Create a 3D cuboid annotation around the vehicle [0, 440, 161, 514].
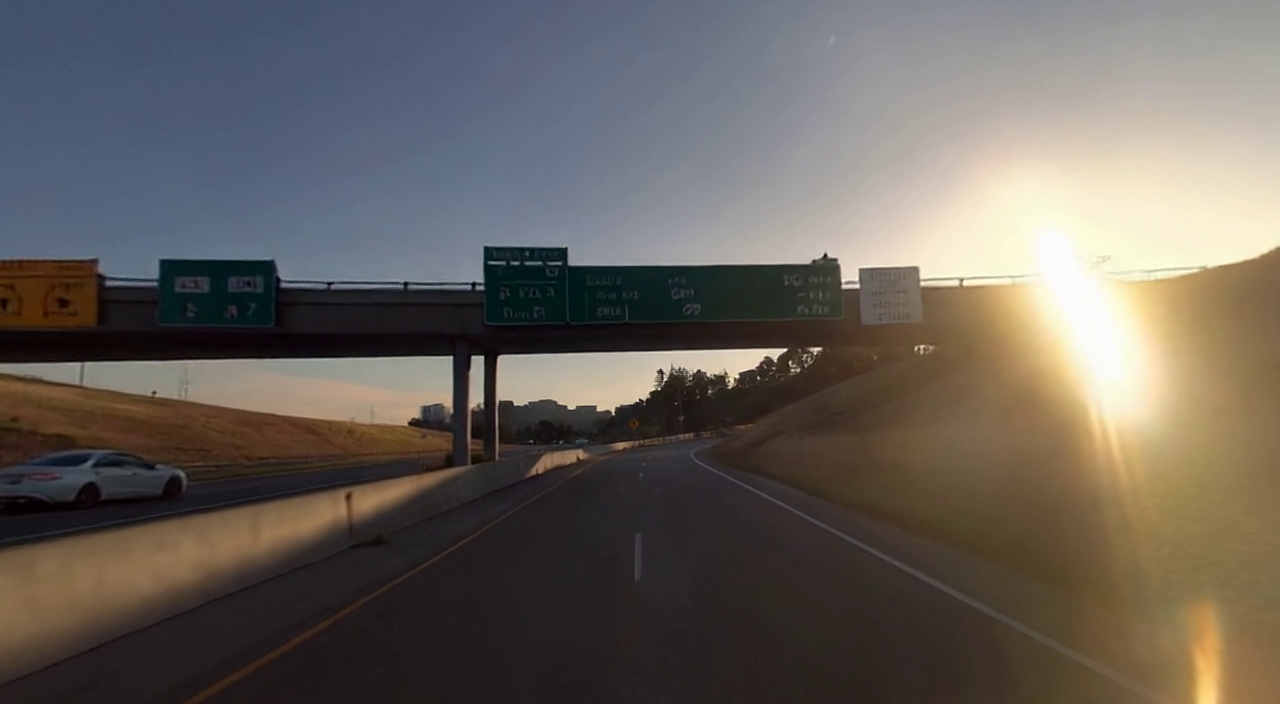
[{"bbox_3d":[-14.169,2.952,15.248,1.895,1.451,4.168,-3,-7,-1],"label":"vehicle"}]
